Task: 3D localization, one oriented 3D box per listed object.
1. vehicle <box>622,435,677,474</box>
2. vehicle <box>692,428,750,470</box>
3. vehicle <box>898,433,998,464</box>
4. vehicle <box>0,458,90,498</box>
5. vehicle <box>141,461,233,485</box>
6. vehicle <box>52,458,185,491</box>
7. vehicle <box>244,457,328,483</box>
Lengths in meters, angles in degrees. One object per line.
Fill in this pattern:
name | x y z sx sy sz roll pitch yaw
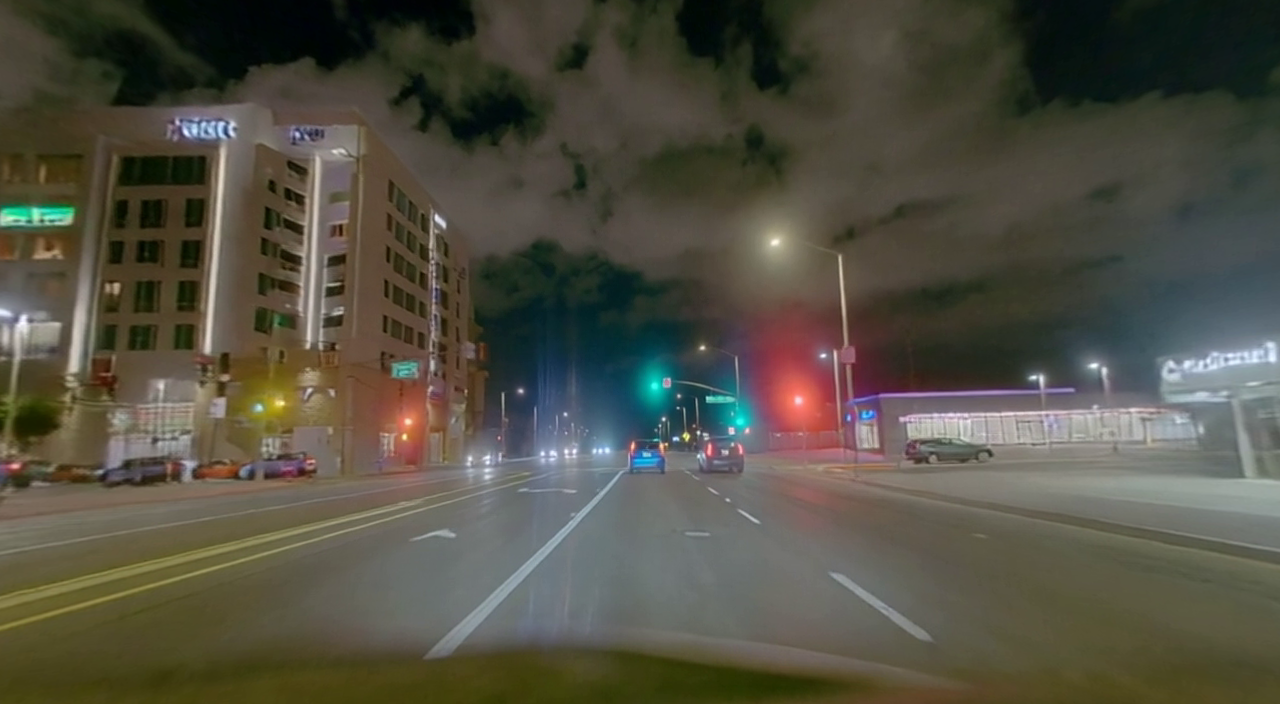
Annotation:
vehicle | 0.350 4.504 27.891 2.245 1.587 4.094 0 -9 -1
vehicle | 3.908 4.815 31.388 2.159 1.938 4.836 0 -9 -1
vehicle | 17.349 5.435 35.627 4.556 1.693 2.030 0 -8 -1
vehicle | -31.154 6.410 31.963 2.028 1.656 5.029 -7 -8 1
vehicle | -30.166 8.037 42.063 4.452 1.517 2.095 0 -9 2
vehicle | -25.783 6.043 31.317 4.499 1.503 2.151 1 -9 -6
vehicle | -23.684 7.894 42.244 4.404 1.618 1.968 0 -9 1
